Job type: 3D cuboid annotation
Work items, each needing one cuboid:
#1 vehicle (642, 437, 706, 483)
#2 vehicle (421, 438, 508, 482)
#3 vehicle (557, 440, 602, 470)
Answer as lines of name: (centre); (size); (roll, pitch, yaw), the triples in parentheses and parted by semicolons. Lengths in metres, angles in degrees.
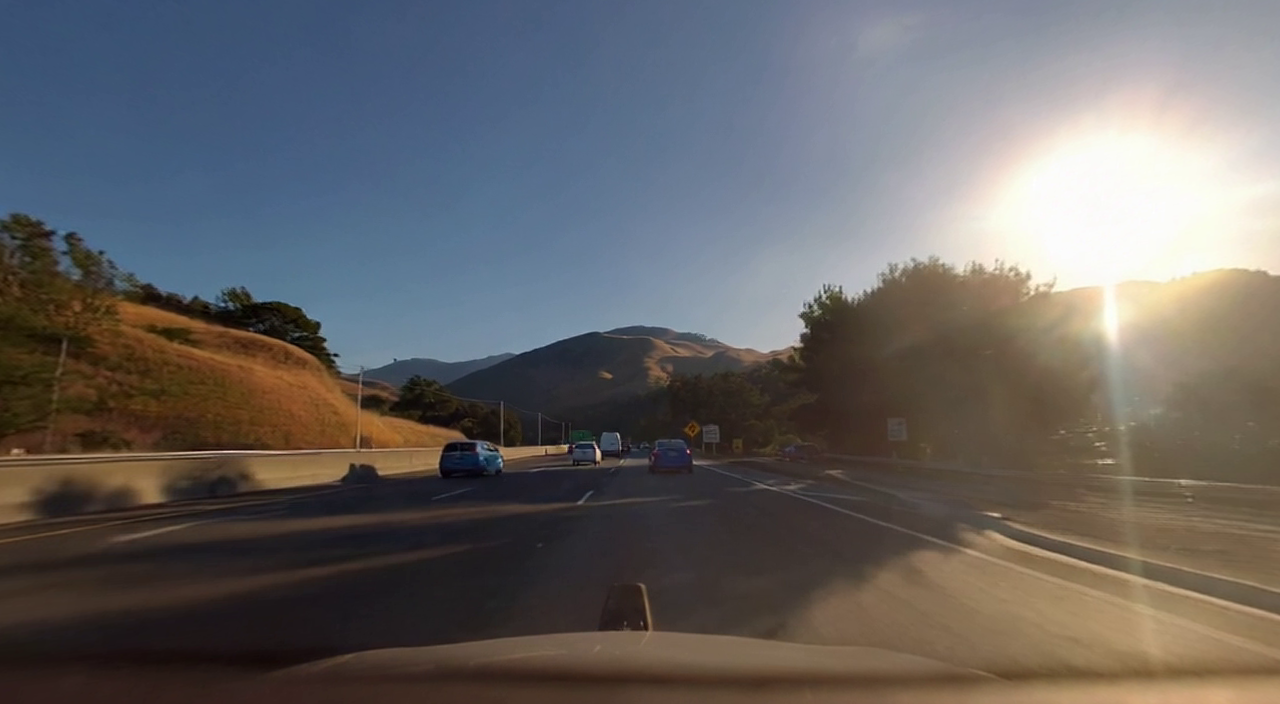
vehicle: (1.127, 3.895, 23.157); (2.050, 1.491, 4.362); (0, -8, -1)
vehicle: (-6.706, 4.163, 24.713); (2.012, 1.504, 4.729); (0, -8, 1)
vehicle: (-3.187, 5.543, 34.157); (1.990, 1.501, 4.250); (0, -8, 1)
